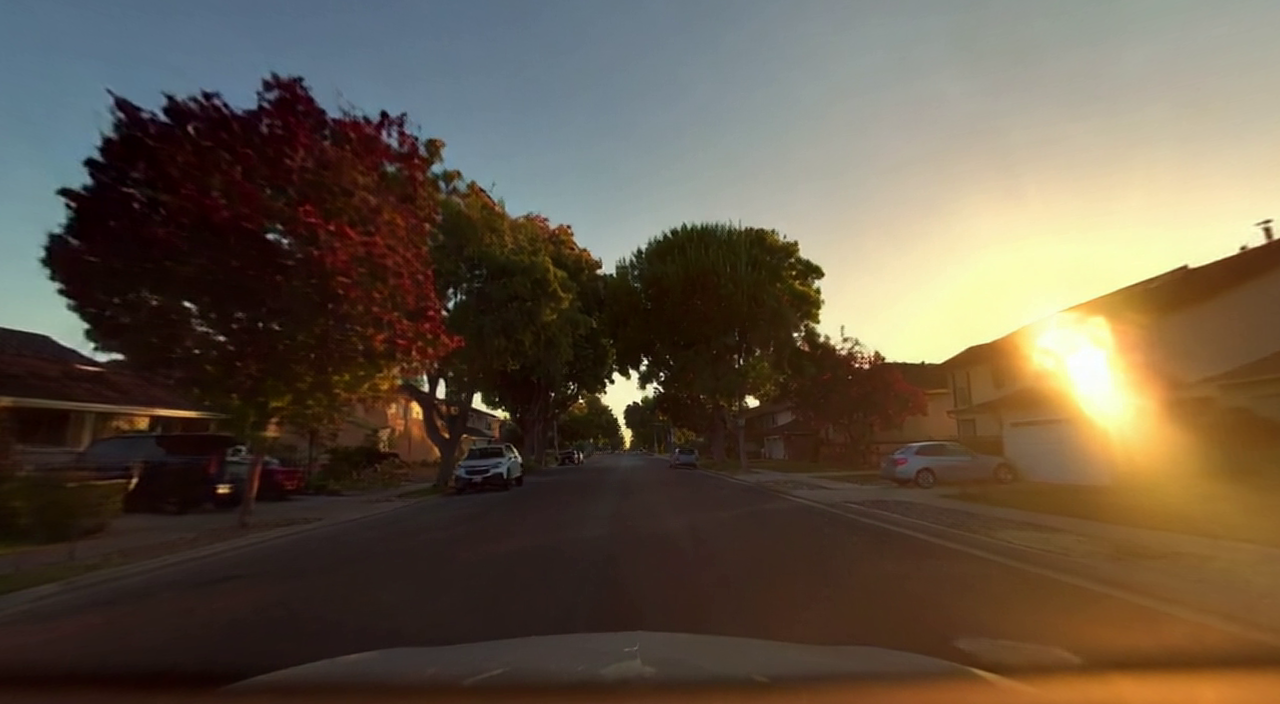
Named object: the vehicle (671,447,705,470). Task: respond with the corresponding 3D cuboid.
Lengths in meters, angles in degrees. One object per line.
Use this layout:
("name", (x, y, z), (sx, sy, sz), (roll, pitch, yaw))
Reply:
("vehicle", (3.458, 7.818, 46.567), (1.996, 1.585, 4.371), (0, -9, -2))

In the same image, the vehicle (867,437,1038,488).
("vehicle", (9.989, 3.545, 20.435), (4.497, 1.564, 1.948), (0, -9, -3))

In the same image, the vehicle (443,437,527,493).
("vehicle", (-6.000, 4.444, 25.226), (2.341, 1.942, 5.044), (0, -9, -3))

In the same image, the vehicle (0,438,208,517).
("vehicle", (-12.554, 2.629, 13.532), (5.040, 1.541, 2.042), (0, -9, 0))
